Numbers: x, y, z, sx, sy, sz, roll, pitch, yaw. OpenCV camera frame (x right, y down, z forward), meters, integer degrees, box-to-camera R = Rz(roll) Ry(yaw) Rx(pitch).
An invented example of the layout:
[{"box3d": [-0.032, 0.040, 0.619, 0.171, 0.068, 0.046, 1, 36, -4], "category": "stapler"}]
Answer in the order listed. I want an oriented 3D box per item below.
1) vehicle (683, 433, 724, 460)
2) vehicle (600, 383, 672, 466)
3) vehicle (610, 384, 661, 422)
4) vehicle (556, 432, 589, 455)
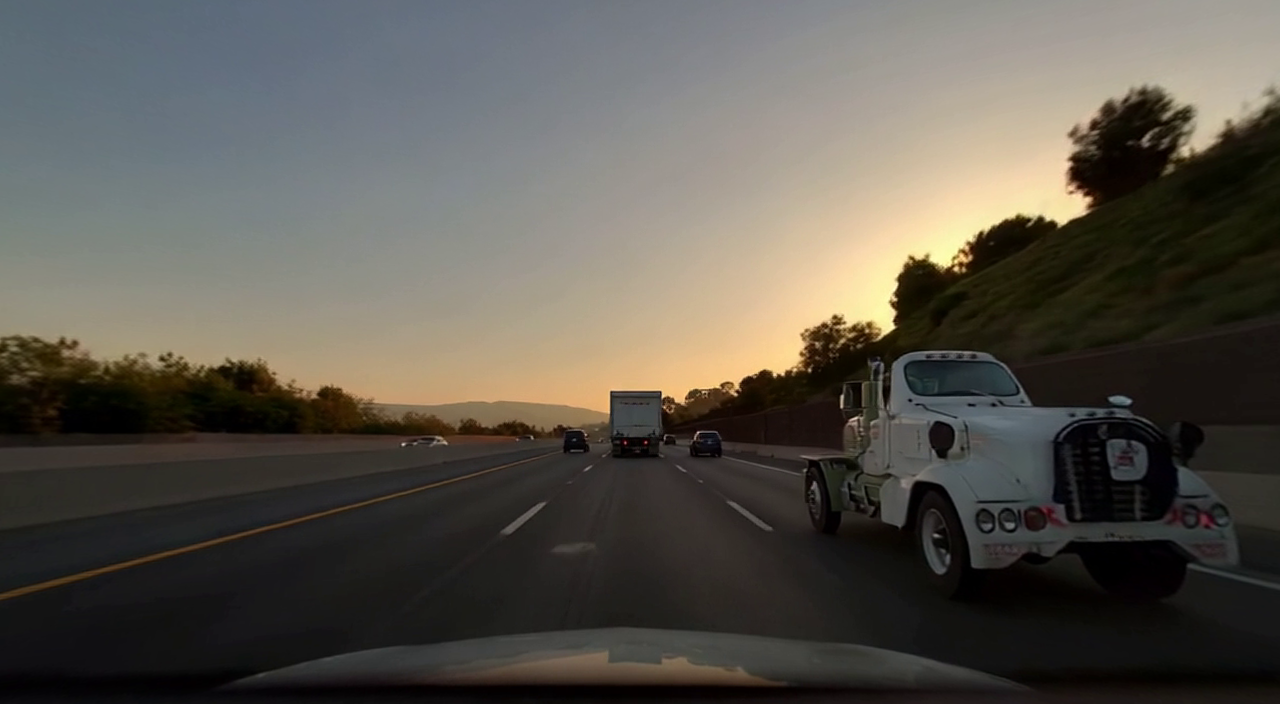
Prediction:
[{"box3d": [3.717, 5.615, 37.699, 1.910, 1.492, 4.324, 0, -8, -1], "category": "vehicle"}, {"box3d": [-0.319, 3.896, 32.718, 2.953, 3.406, 13.372, 0, -8, -1], "category": "vehicle"}, {"box3d": [-0.196, 2.362, 28.245, 2.112, 1.472, 4.240, 0, -8, 0], "category": "vehicle"}, {"box3d": [-4.969, 6.818, 46.987, 2.104, 1.575, 4.421, 0, -8, -2], "category": "vehicle"}]
